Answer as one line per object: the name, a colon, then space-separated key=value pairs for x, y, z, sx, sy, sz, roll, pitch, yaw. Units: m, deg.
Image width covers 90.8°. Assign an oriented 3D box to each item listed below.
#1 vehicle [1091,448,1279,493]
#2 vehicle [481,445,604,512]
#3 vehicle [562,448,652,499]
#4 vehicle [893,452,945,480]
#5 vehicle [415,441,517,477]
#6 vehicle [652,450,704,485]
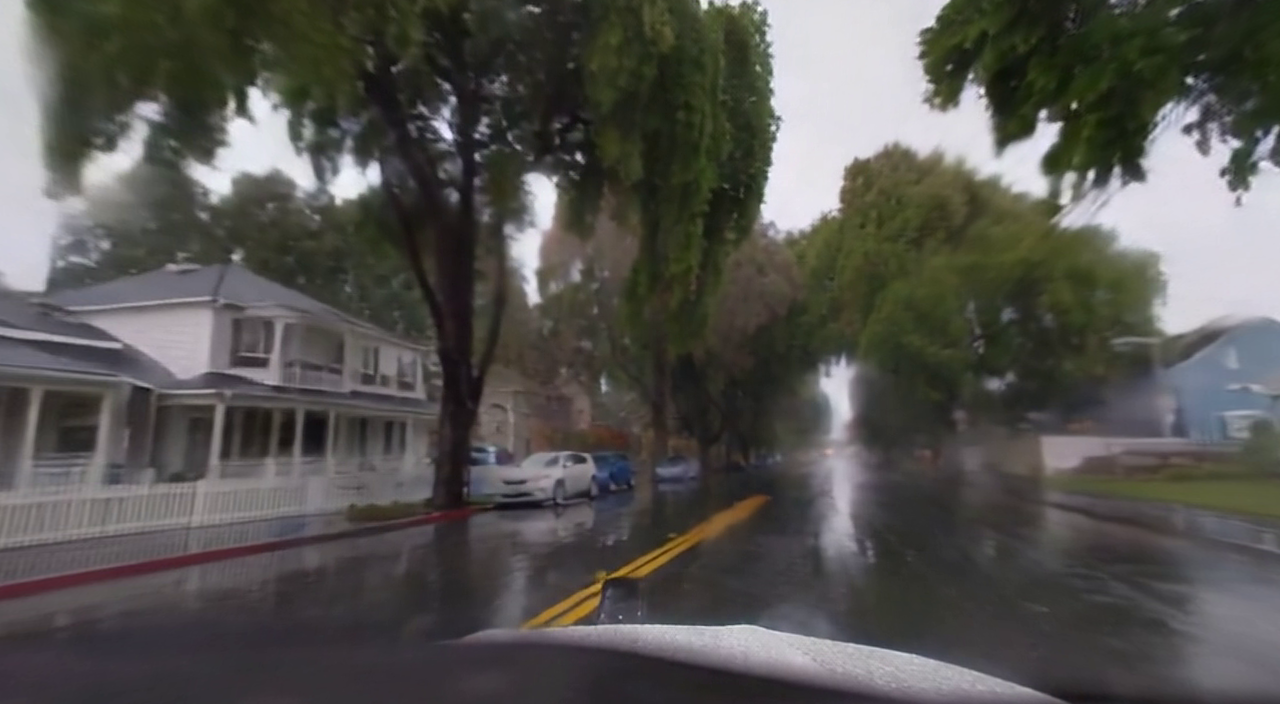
vehicle: x=19.777 y=4.272 z=23.193 sx=4.716 sy=1.480 sz=2.023 roll=-3 pitch=-9 yaw=19
vehicle: x=-2.840 y=3.813 z=19.657 sx=1.975 sy=1.775 sz=4.509 roll=-2 pitch=-9 yaw=17
vehicle: x=-1.156 y=4.625 z=24.544 sx=1.913 sy=1.723 sz=4.318 roll=-3 pitch=-9 yaw=20
vehicle: x=16.789 y=6.861 z=38.194 sx=2.052 sy=1.476 sz=4.438 roll=-4 pitch=-9 yaw=14
vehicle: x=-8.785 y=5.410 z=32.103 sx=4.492 sy=1.725 sz=2.033 roll=-2 pitch=-9 yaw=14
vehicle: x=2.203 y=6.403 z=35.473 sx=1.970 sy=1.785 sz=4.274 roll=-2 pitch=-9 yaw=16
